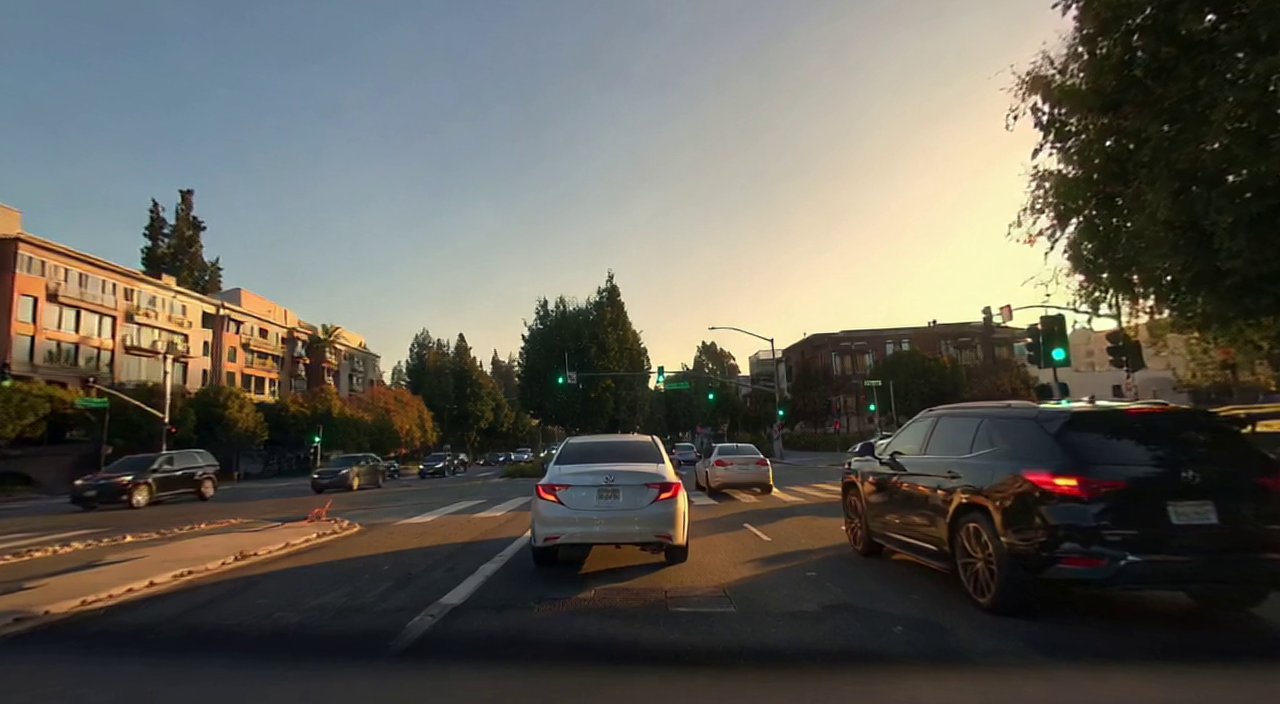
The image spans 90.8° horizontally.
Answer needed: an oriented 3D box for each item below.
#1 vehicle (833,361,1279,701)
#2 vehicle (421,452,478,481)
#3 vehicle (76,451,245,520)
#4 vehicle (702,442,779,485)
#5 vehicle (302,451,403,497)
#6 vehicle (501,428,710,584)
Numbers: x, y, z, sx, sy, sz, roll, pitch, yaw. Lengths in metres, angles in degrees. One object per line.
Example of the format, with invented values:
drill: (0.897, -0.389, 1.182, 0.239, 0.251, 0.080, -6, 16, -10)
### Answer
vehicle: (3.540, 1.261, 5.661, 2.107, 1.773, 4.557, 0, -8, -1)
vehicle: (-11.361, 6.851, 37.959, 1.992, 1.562, 4.361, 0, -8, 1)
vehicle: (-15.000, 4.128, 20.147, 1.974, 1.894, 4.244, 0, -8, 1)
vehicle: (3.658, 4.159, 23.876, 2.123, 1.455, 4.318, 0, -8, -1)
vehicle: (-11.503, 4.873, 25.634, 1.903, 1.627, 4.308, -1, -8, 2)
vehicle: (-0.337, 1.795, 8.195, 2.034, 1.500, 3.966, 0, -8, 0)
